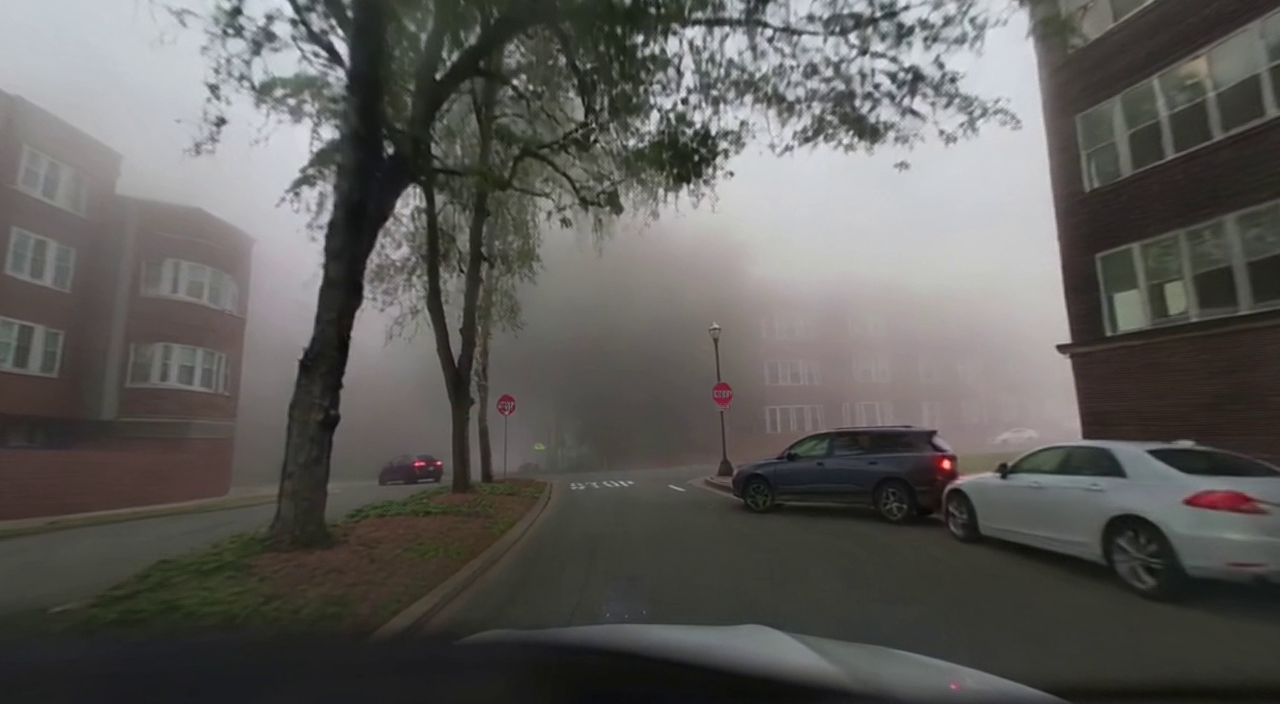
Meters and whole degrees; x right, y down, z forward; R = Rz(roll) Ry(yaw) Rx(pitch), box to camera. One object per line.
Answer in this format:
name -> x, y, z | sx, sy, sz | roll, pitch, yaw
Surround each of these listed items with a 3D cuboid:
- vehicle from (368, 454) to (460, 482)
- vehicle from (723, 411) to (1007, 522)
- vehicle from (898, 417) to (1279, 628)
vehicle -> -13.281, 6.800, 37.193 | 4.654, 1.503, 1.951 | -1, -8, 7
vehicle -> 3.810, 2.112, 11.741 | 2.065, 1.529, 4.709 | 1, -10, -27
vehicle -> 4.893, 1.541, 7.048 | 1.758, 1.454, 5.088 | -1, -8, -1
